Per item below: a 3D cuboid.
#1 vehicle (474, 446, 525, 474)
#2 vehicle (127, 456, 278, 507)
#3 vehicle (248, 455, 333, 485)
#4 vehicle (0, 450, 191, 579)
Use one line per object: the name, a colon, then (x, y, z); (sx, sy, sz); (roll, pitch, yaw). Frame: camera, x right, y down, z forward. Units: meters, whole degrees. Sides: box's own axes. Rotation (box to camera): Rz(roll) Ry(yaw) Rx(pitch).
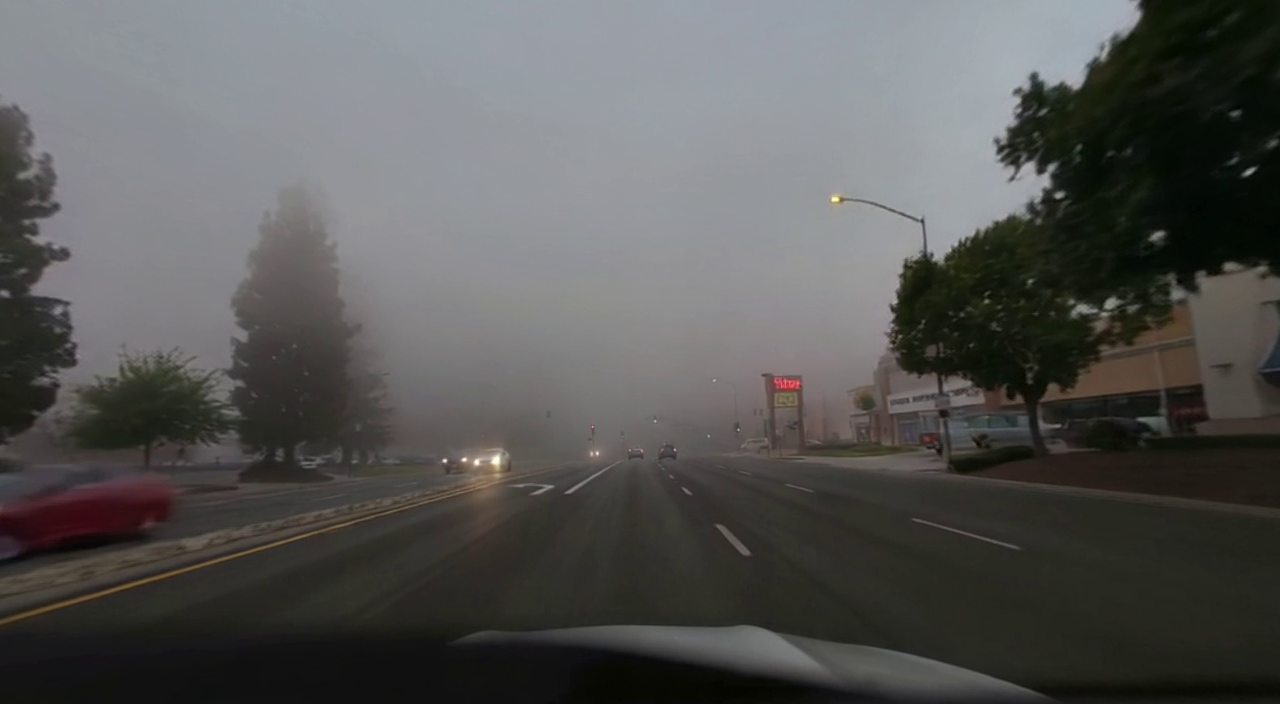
vehicle: (-8.396, 6.481, 38.220); (1.958, 1.534, 4.598); (0, -8, 1)
vehicle: (-15.243, 4.503, 22.427); (1.929, 1.497, 4.697); (0, -8, 1)
vehicle: (-22.037, 7.401, 39.927); (4.366, 1.666, 1.952); (6, -11, -36)
vehicle: (-8.665, 2.074, 8.372); (2.065, 1.504, 4.593); (0, -8, 0)
